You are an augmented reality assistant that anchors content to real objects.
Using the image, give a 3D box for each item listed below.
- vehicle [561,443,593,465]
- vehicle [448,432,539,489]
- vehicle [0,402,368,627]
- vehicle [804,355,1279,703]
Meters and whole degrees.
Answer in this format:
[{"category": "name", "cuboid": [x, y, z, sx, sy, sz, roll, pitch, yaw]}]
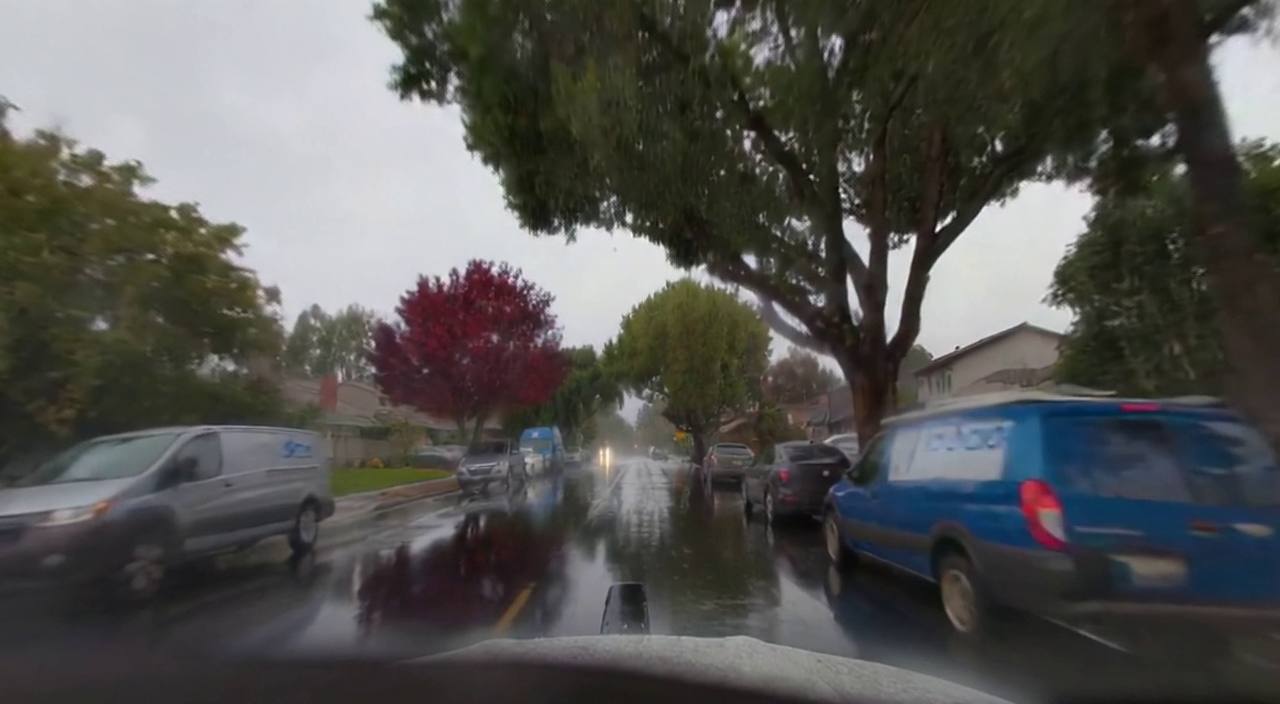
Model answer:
[{"category": "vehicle", "cuboid": [-4.805, 7.887, 48.871, 2.038, 1.571, 4.524, 0, -8, -1]}, {"category": "vehicle", "cuboid": [-5.209, 3.928, 23.137, 2.090, 1.855, 4.494, 0, -8, 2]}, {"category": "vehicle", "cuboid": [-5.388, 1.661, 7.549, 2.163, 1.818, 4.697, 0, -8, 0]}, {"category": "vehicle", "cuboid": [3.219, 1.283, 5.672, 2.059, 1.824, 5.045, 0, -8, -1]}]
